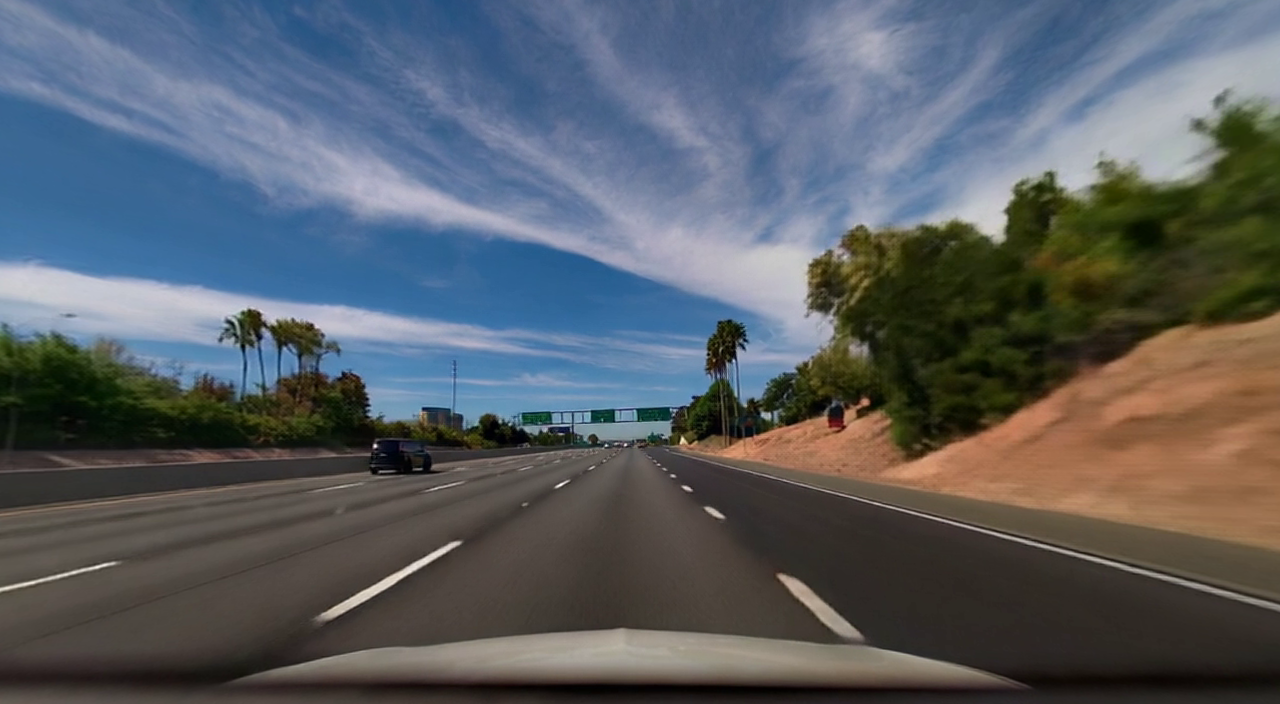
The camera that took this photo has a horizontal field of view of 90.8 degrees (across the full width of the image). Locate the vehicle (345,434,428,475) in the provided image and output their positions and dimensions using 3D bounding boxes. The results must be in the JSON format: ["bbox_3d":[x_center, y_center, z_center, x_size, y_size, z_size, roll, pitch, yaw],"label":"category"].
[{"bbox_3d":[-11.833,4.821,29.844,2.016,1.754,4.543,0,-8,0],"label":"vehicle"}]
